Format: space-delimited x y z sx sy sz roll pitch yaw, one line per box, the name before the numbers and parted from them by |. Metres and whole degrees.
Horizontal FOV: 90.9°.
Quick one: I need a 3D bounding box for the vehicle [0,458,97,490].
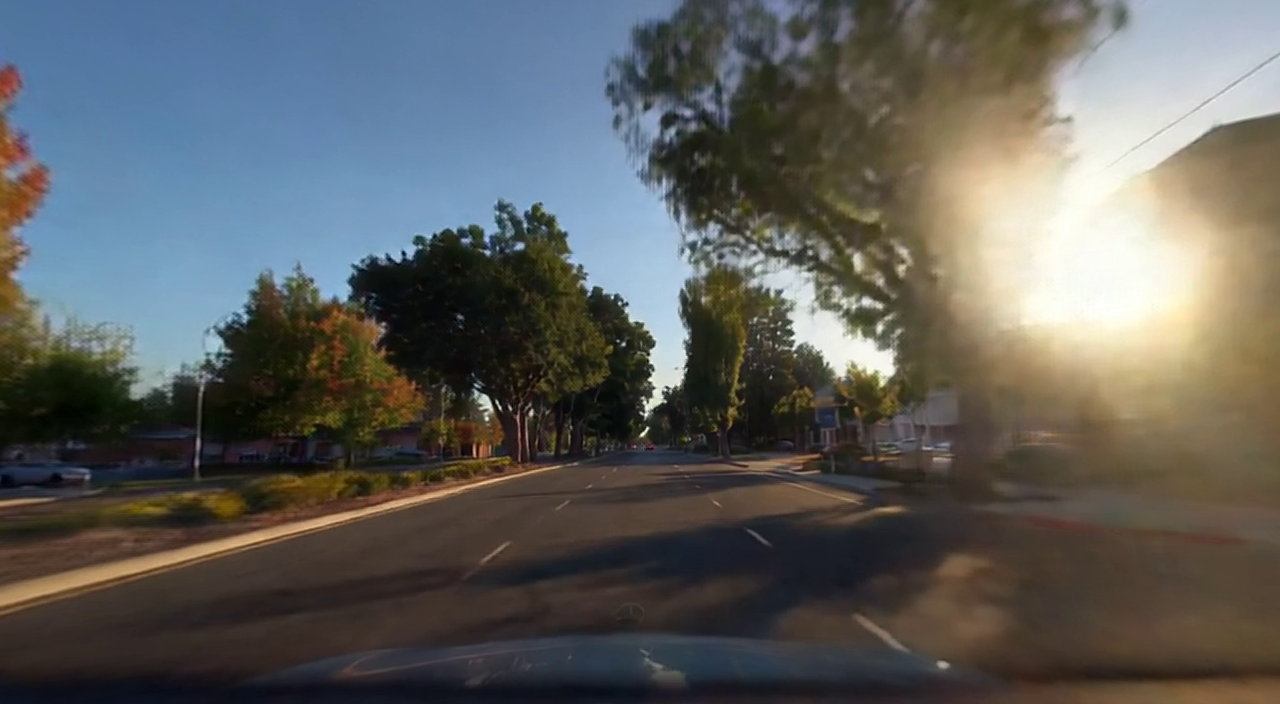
vehicle | -32.003 6.447 33.673 1.876 1.470 4.706 0 -8 -3
